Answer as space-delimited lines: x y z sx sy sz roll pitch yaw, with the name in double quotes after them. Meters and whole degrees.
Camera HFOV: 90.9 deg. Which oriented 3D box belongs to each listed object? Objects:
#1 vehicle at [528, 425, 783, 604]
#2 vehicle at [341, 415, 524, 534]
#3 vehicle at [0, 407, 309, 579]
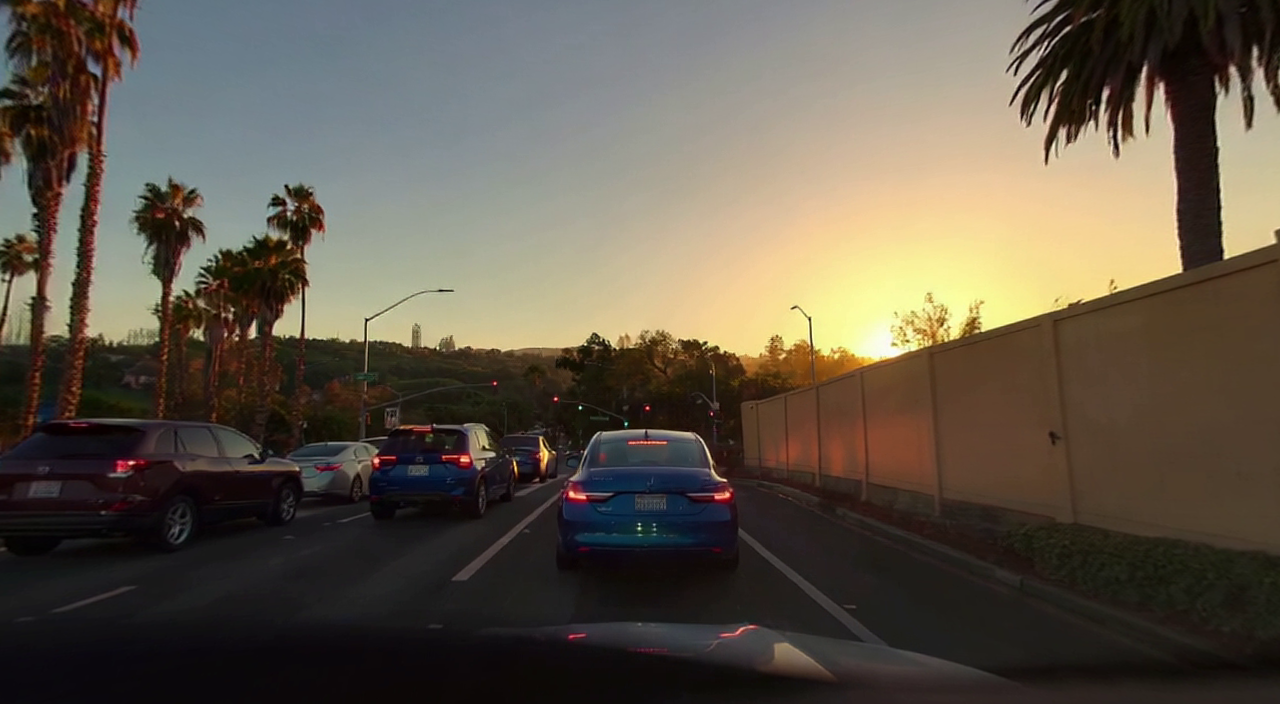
0.062 1.674 7.467 2.128 1.473 4.272 0 -8 -2 "vehicle"
-3.471 2.123 11.503 2.007 1.746 4.136 0 -8 -2 "vehicle"
-6.684 1.748 8.622 1.963 1.721 4.467 0 -8 -2 "vehicle"
